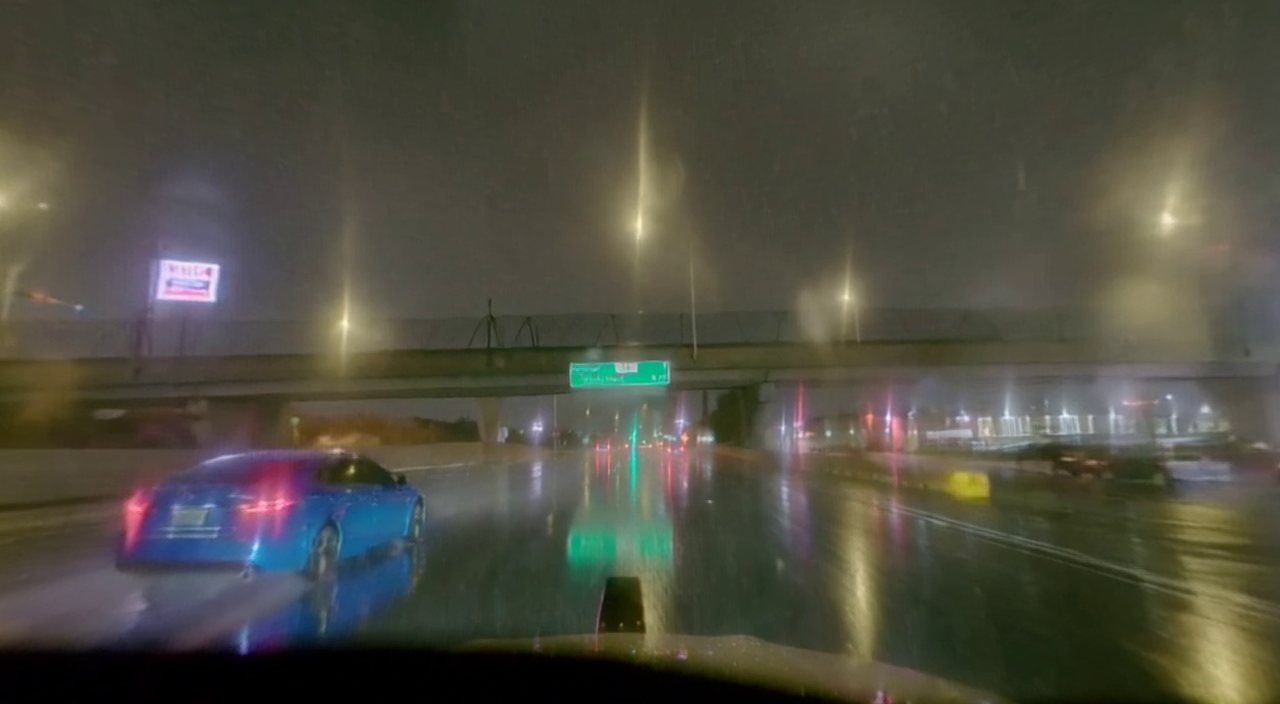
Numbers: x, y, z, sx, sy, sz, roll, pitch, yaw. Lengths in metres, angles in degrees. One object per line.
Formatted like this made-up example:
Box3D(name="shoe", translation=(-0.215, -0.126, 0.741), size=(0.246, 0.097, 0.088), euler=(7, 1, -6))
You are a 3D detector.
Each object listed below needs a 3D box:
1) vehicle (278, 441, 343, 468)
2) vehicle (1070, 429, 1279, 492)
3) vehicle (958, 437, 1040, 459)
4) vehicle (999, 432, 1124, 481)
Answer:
Box3D(name="vehicle", translation=(-19.375, 6.023, 37.314), size=(1.722, 1.502, 3.846), euler=(0, -8, 1))
Box3D(name="vehicle", translation=(18.363, 3.742, 22.272), size=(2.128, 1.915, 5.821), euler=(0, -8, -2))
Box3D(name="vehicle", translation=(24.927, 6.698, 43.992), size=(4.513, 1.469, 1.871), euler=(0, -8, 1))
Box3D(name="vehicle", translation=(18.510, 4.594, 28.132), size=(1.947, 1.963, 5.237), euler=(0, -8, 0))
